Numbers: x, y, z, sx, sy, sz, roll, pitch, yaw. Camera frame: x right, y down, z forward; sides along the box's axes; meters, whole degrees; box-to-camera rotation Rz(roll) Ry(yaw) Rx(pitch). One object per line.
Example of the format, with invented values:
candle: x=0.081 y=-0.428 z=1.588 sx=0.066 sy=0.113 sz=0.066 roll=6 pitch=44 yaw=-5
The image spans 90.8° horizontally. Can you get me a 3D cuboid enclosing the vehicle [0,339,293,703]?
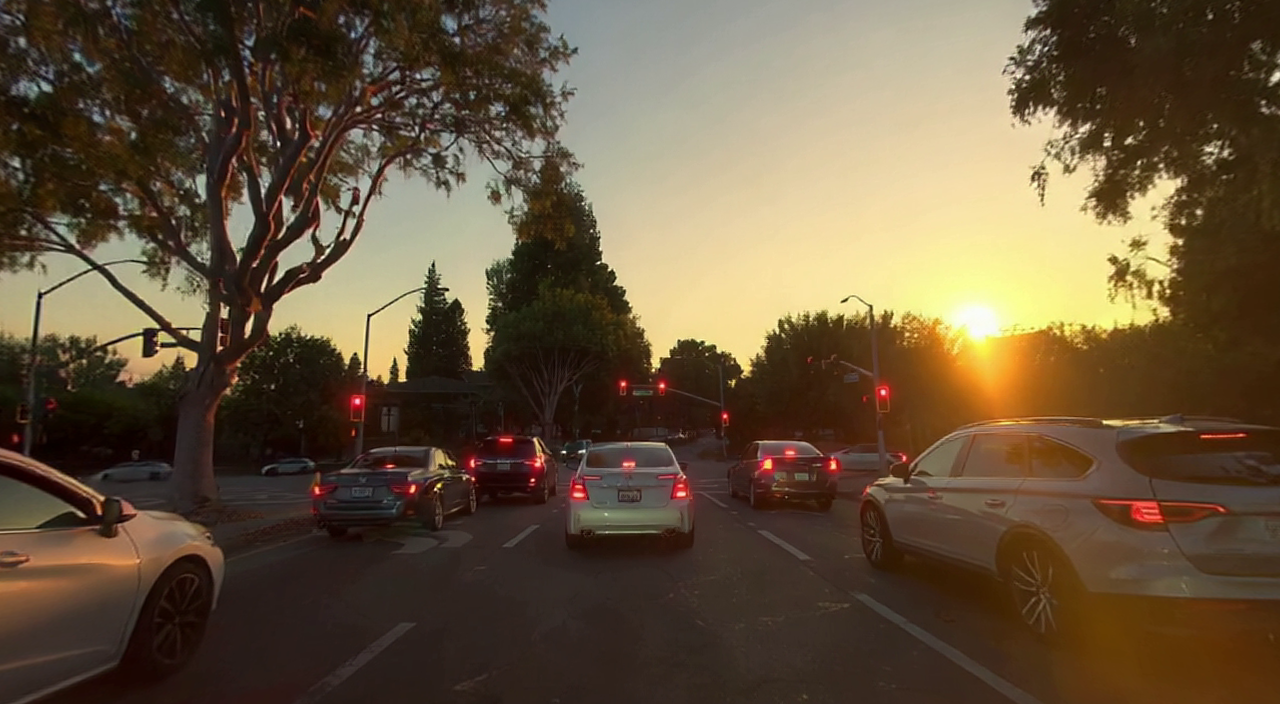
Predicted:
vehicle: x=-3.665 y=0.831 z=2.538 sx=2.047 sy=1.764 sz=4.369 roll=0 pitch=-8 yaw=0

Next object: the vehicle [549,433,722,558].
vehicle: x=-0.073 y=2.009 z=9.602 sx=2.061 sy=1.470 sz=3.970 roll=0 pitch=-8 yaw=0

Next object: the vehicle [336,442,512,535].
vehicle: x=-3.911 y=2.505 z=12.336 sx=1.919 sy=1.459 sz=4.371 roll=0 pitch=-8 yaw=0

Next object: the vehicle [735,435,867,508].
vehicle: x=3.649 y=2.778 z=15.242 sx=1.922 sy=1.472 sz=4.440 roll=0 pitch=-8 yaw=-1

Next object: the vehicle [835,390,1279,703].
vehicle: x=3.388 y=1.305 z=5.415 sx=1.933 sy=1.564 sz=4.600 roll=0 pitch=-8 yaw=0
